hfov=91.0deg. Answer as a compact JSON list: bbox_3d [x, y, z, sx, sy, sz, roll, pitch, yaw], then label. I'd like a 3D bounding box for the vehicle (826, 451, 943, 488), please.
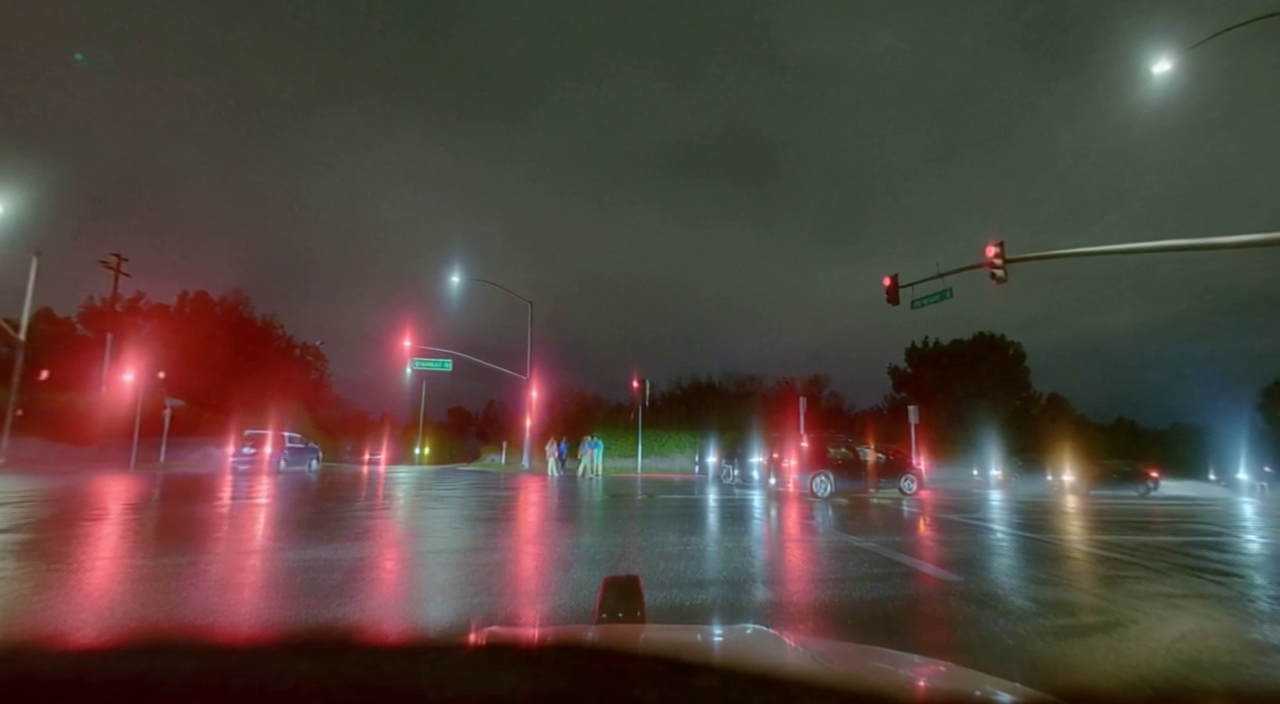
[{"bbox_3d":[11.074,5.330,28.676,4.537,1.608,1.827,1,-9,-7],"label":"vehicle"}]

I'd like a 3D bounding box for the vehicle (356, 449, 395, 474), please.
[{"bbox_3d":[-17.071,7.054,40.824,1.964,1.525,4.750,3,-9,-19],"label":"vehicle"}]

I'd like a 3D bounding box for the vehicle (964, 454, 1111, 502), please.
[{"bbox_3d":[15.253,4.827,24.313,4.356,1.498,1.957,-2,-8,-6],"label":"vehicle"}]

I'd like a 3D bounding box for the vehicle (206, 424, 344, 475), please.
[{"bbox_3d":[-15.919,4.320,27.969,2.243,2.011,5.631,-1,-9,6],"label":"vehicle"}]

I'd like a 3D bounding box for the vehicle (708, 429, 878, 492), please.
[{"bbox_3d":[5.448,3.904,22.704,5.535,1.896,2.170,4,-9,-9],"label":"vehicle"}]

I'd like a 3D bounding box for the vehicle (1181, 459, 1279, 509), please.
[{"bbox_3d":[24.650,5.243,25.268,4.322,1.522,1.795,-4,-9,-8],"label":"vehicle"}]

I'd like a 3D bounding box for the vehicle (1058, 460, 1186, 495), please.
[{"bbox_3d":[23.071,6.018,30.234,4.793,1.533,1.874,1,-9,-6],"label":"vehicle"}]
